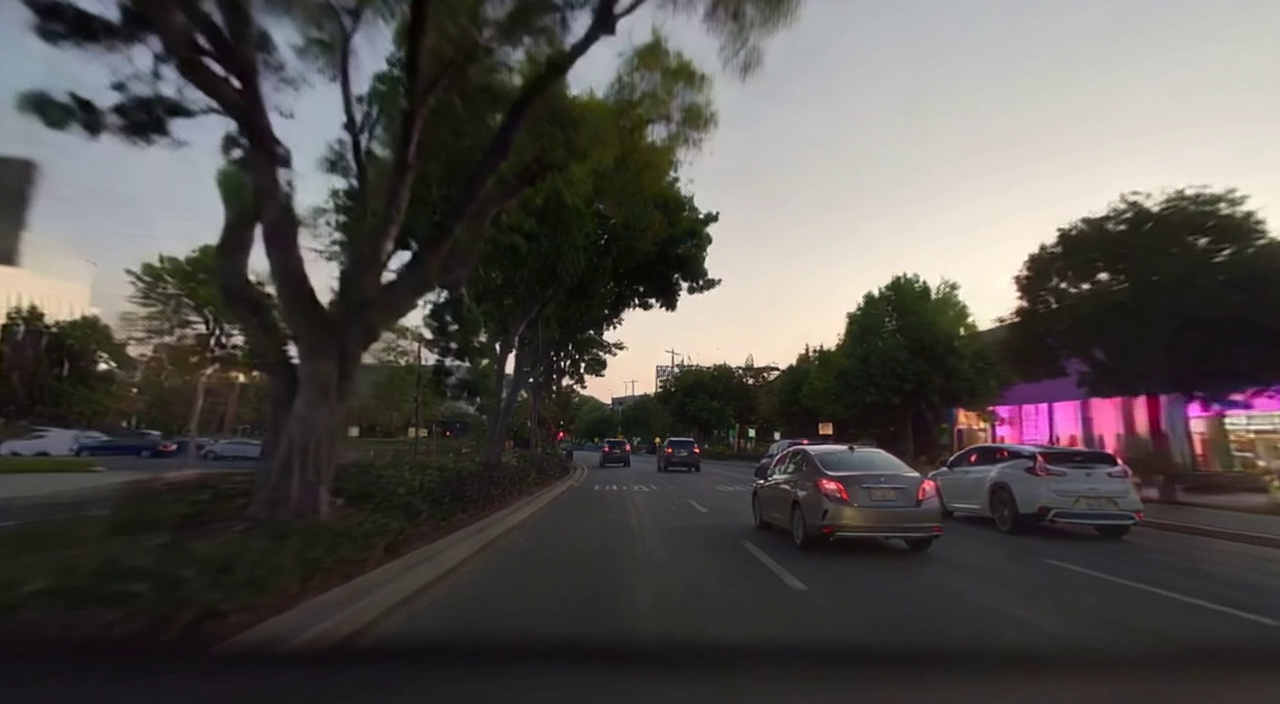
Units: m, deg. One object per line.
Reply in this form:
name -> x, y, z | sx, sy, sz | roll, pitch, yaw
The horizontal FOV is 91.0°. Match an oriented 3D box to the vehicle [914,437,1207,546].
vehicle -> 6.649, 2.205, 10.706 | 1.917, 1.457, 4.274 | 0, -8, -2

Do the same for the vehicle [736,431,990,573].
vehicle -> 2.657, 1.879, 8.743 | 1.883, 1.452, 4.258 | 0, -8, -1

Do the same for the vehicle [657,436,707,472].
vehicle -> 2.101, 5.269, 32.676 | 2.000, 1.745, 4.206 | 1, -8, -4

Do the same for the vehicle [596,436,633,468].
vehicle -> -1.617, 6.016, 38.036 | 2.051, 1.798, 4.168 | 1, -8, -5
